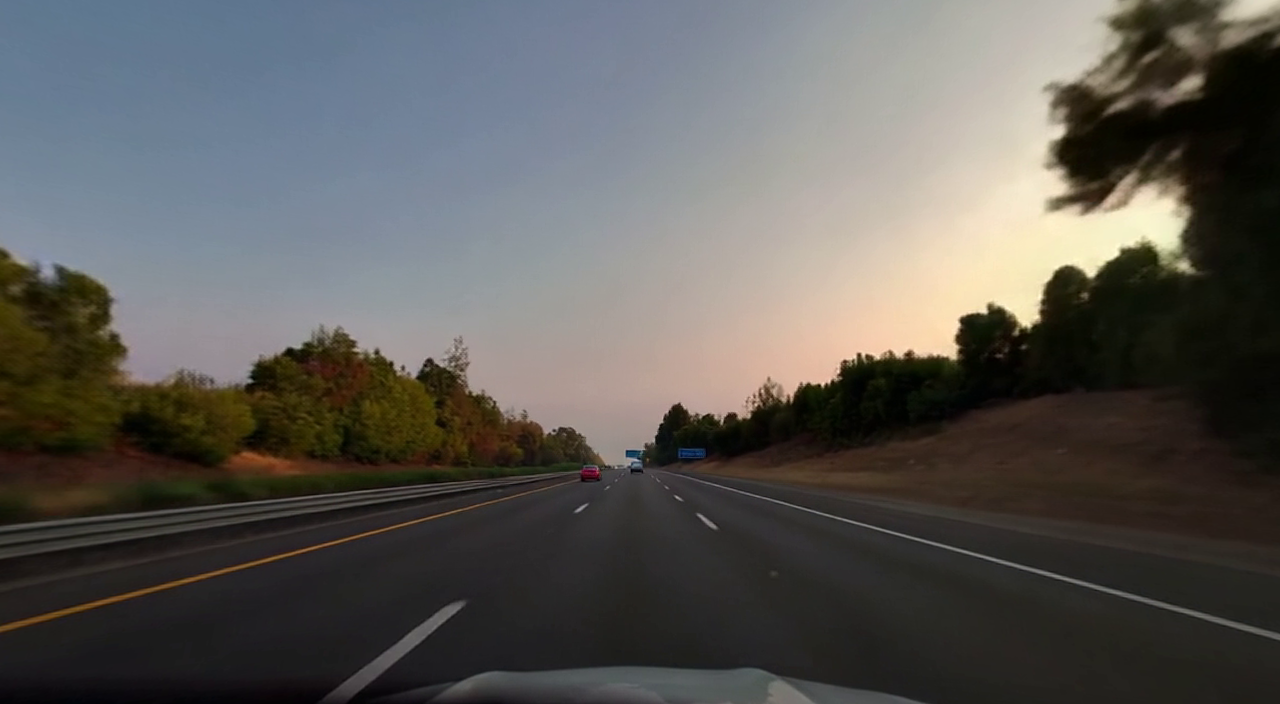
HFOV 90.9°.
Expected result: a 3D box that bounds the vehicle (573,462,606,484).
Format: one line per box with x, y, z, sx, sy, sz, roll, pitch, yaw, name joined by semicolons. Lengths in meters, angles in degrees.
-3.749;9.209;47.909;2.143;1.516;4.552;1;-11;0;vehicle
